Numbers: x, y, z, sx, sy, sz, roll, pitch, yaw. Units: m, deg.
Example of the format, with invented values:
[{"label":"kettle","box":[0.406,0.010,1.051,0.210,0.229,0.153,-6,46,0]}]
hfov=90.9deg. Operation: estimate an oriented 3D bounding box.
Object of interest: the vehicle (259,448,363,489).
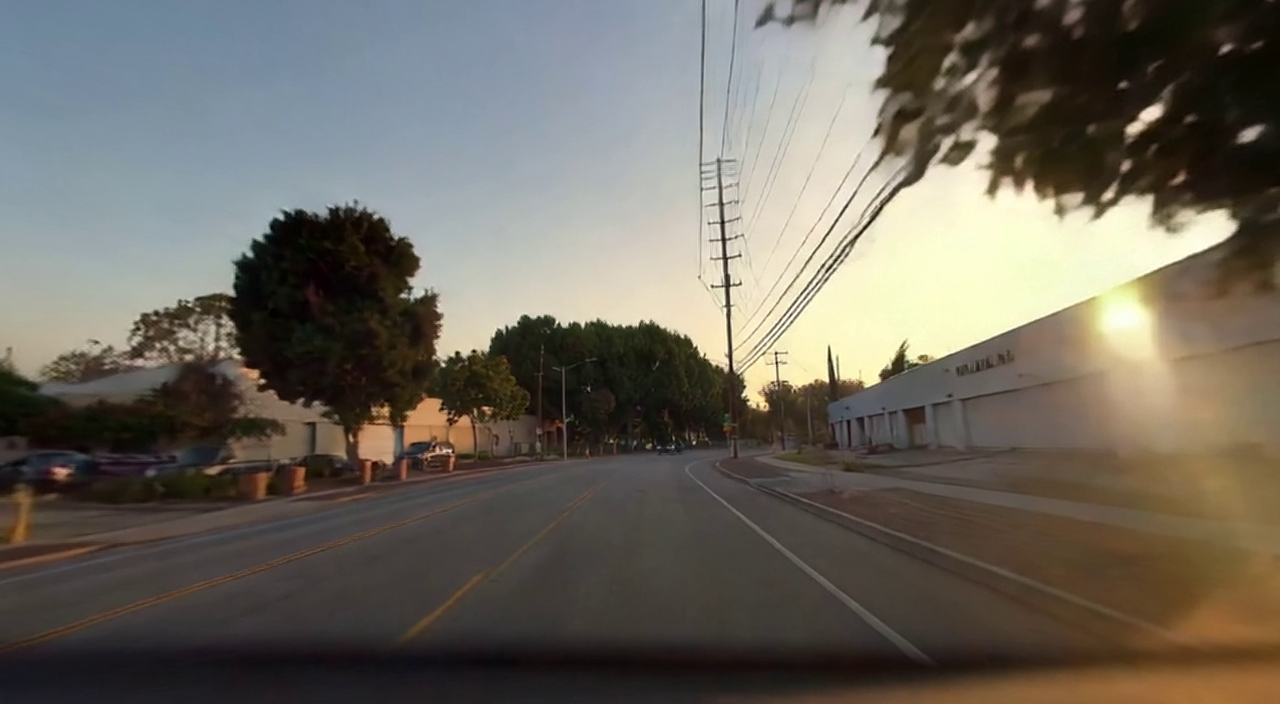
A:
[{"label":"vehicle","box":[-14.317,5.056,27.762,2.122,1.440,4.601,-4,-8,0]}]

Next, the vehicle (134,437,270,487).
[{"label":"vehicle","box":[-19.542,4.909,28.569,2.099,2.038,5.624,0,-8,0]}]

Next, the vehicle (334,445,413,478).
[{"label":"vehicle","box":[-13.945,5.715,33.305,2.070,1.577,4.652,0,-8,1]}]

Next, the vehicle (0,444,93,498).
[{"label":"vehicle","box":[-23.414,4.496,23.579,5.135,1.765,2.062,-6,-8,19]}]

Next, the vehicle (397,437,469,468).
[{"label":"vehicle","box":[-15.173,7.484,46.733,2.502,2.113,6.488,-1,-9,6]}]
